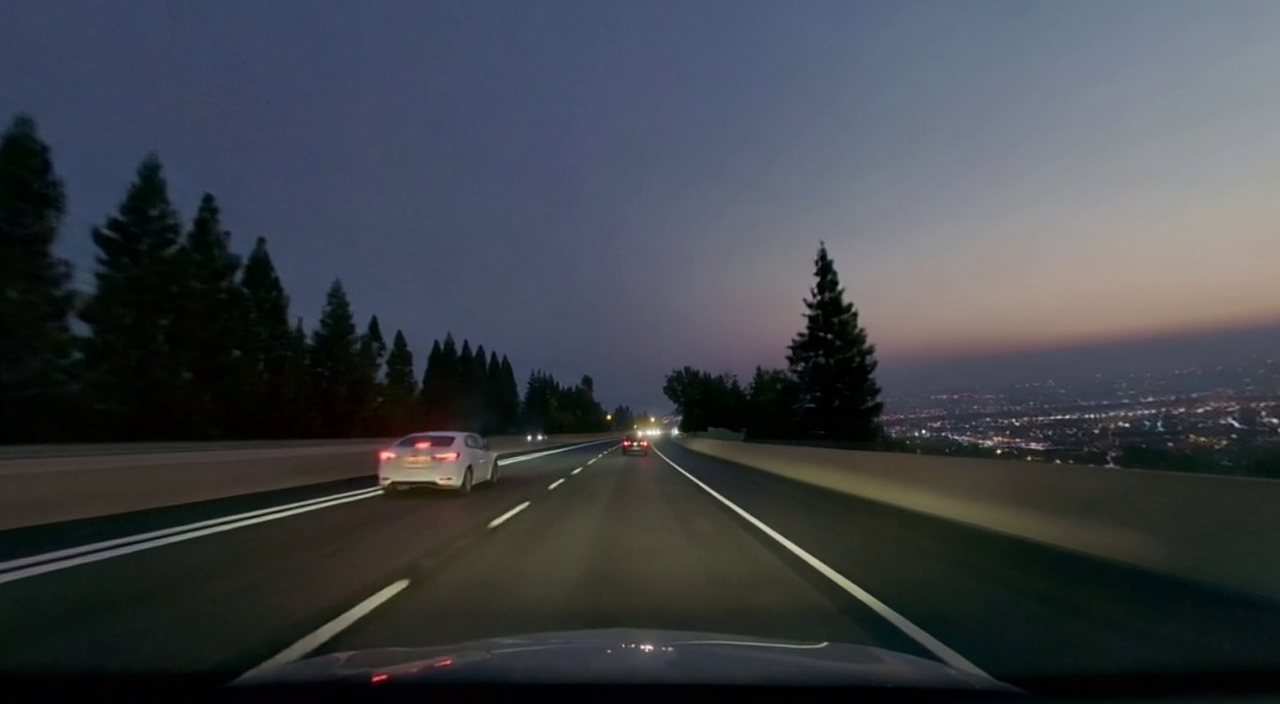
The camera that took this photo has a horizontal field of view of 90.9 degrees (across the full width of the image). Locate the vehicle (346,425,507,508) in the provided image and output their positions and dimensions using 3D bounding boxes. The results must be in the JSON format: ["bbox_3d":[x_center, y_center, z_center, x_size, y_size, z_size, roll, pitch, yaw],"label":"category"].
[{"bbox_3d":[-4.314,2.359,13.513,2.030,1.491,4.046,0,-8,0],"label":"vehicle"}]

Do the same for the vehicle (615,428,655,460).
[{"bbox_3d":[-0.279,5.164,35.444,2.134,1.654,4.174,0,-8,-1],"label":"vehicle"}]
